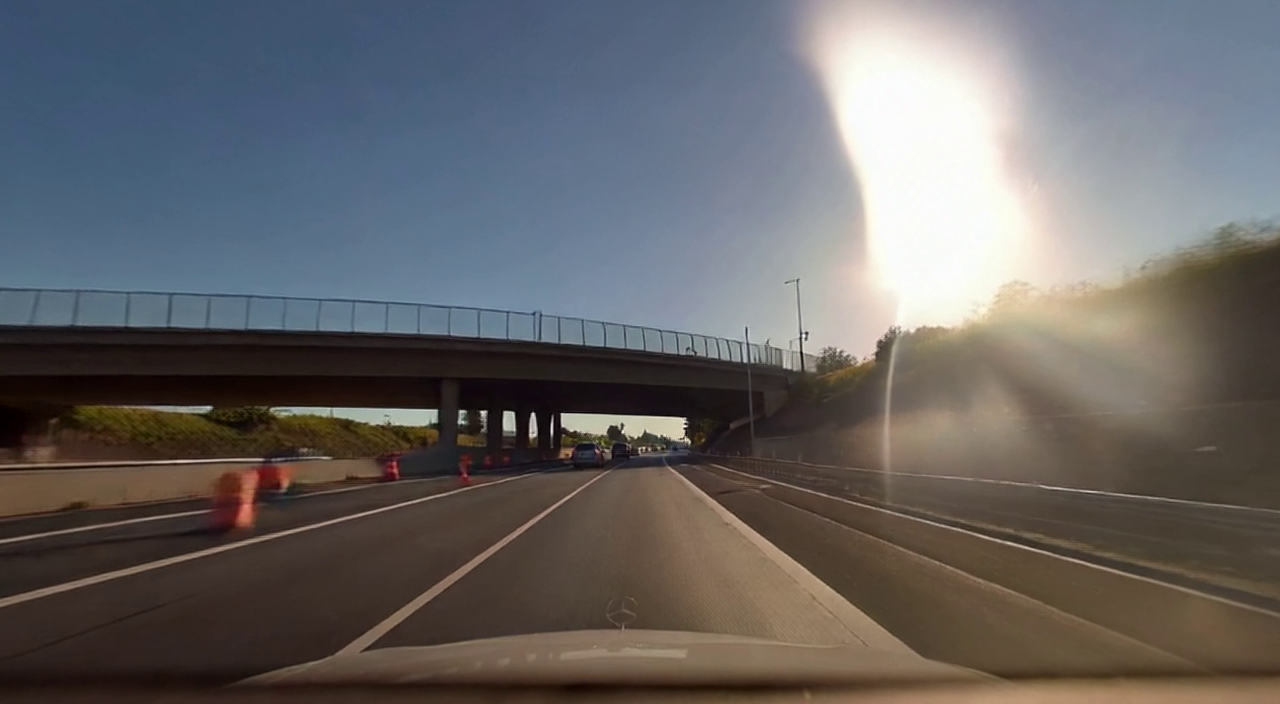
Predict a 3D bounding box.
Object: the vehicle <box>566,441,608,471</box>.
[{"bbox_3d":[-3.081,6.134,37.139,2.078,1.629,4.059,0,-8,1],"label":"vehicle"}]
